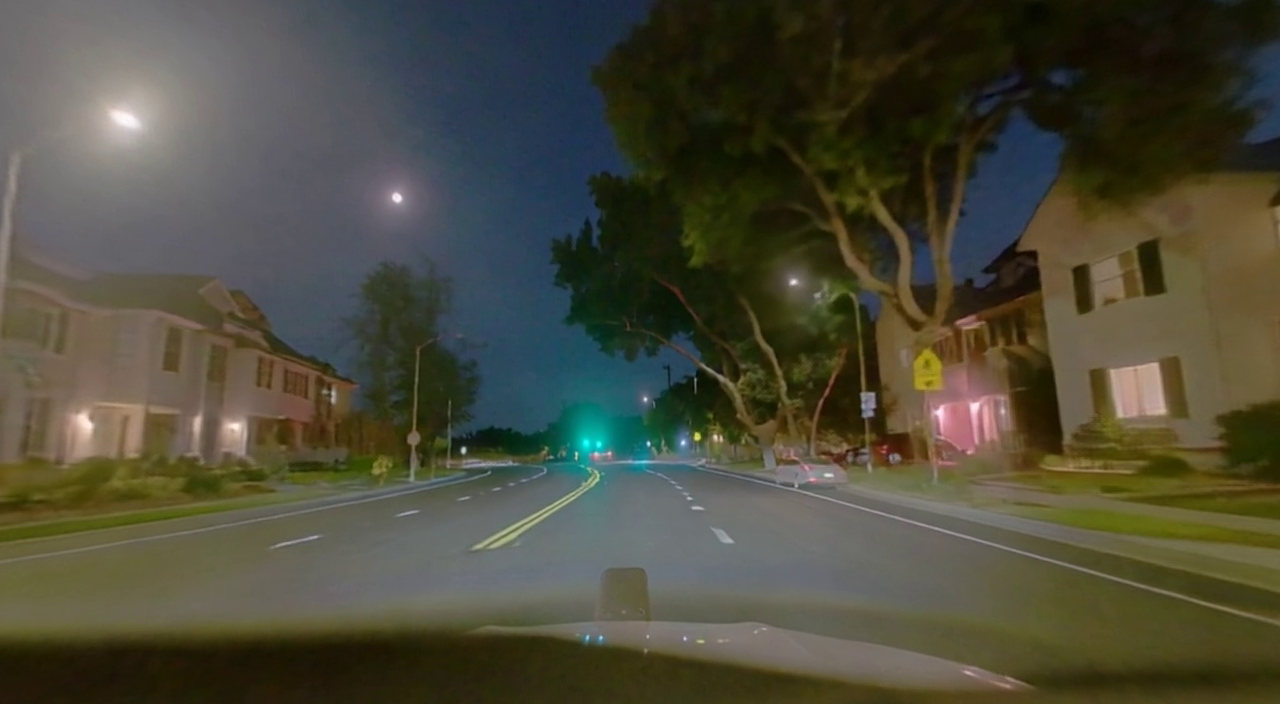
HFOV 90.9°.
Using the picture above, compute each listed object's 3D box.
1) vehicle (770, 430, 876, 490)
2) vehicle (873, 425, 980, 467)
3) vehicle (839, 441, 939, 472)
[{"bbox_3d":[6.752,4.075,24.218,2.348,1.986,6.289,-1,-9,2],"label":"vehicle"},{"bbox_3d":[15.838,5.180,35.235,2.205,1.995,5.543,-1,-7,-16],"label":"vehicle"},{"bbox_3d":[12.448,5.236,31.537,4.508,1.462,1.721,3,-10,-17],"label":"vehicle"}]
